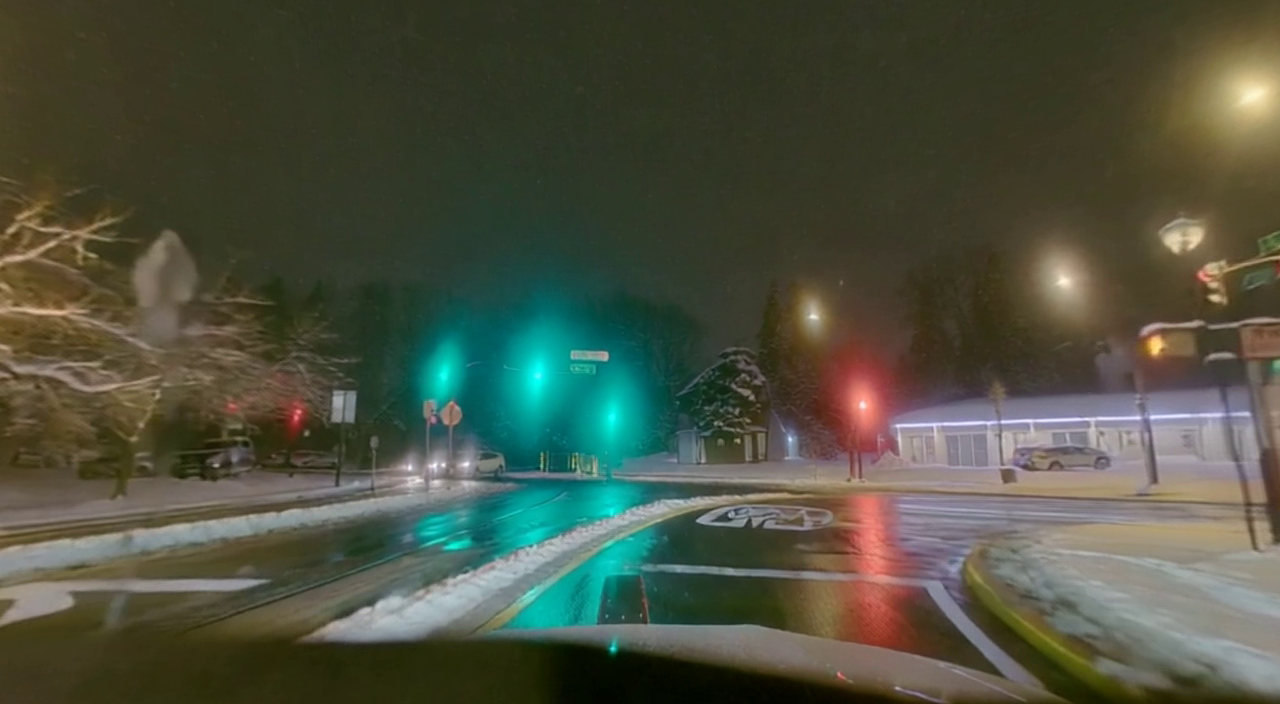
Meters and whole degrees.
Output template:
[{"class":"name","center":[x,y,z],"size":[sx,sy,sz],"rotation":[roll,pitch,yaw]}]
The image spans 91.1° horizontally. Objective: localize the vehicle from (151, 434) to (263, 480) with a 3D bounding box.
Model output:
[{"class":"vehicle","center":[-19.794,4.822,29.011],"size":[2.337,1.934,4.843],"rotation":[2,-9,-10]}]

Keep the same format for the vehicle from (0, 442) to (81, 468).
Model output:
[{"class":"vehicle","center":[-39.415,6.763,41.146],"size":[2.002,1.603,4.547],"rotation":[2,-9,-12]}]

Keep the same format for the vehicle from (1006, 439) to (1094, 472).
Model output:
[{"class":"vehicle","center":[26.140,6.620,40.266],"size":[4.474,1.956,2.263],"rotation":[-5,-11,29]}]

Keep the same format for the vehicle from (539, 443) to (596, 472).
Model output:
[{"class":"vehicle","center":[-5.245,7.657,45.697],"size":[2.072,1.922,4.112],"rotation":[-5,-10,29]}]

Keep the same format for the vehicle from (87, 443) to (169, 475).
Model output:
[{"class":"vehicle","center":[-26.242,5.492,32.346],"size":[1.771,1.510,3.545],"rotation":[2,-9,-13]}]

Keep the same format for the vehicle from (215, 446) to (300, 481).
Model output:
[{"class":"vehicle","center":[-16.678,4.878,27.636],"size":[1.789,1.399,4.236],"rotation":[2,-9,-12]}]
